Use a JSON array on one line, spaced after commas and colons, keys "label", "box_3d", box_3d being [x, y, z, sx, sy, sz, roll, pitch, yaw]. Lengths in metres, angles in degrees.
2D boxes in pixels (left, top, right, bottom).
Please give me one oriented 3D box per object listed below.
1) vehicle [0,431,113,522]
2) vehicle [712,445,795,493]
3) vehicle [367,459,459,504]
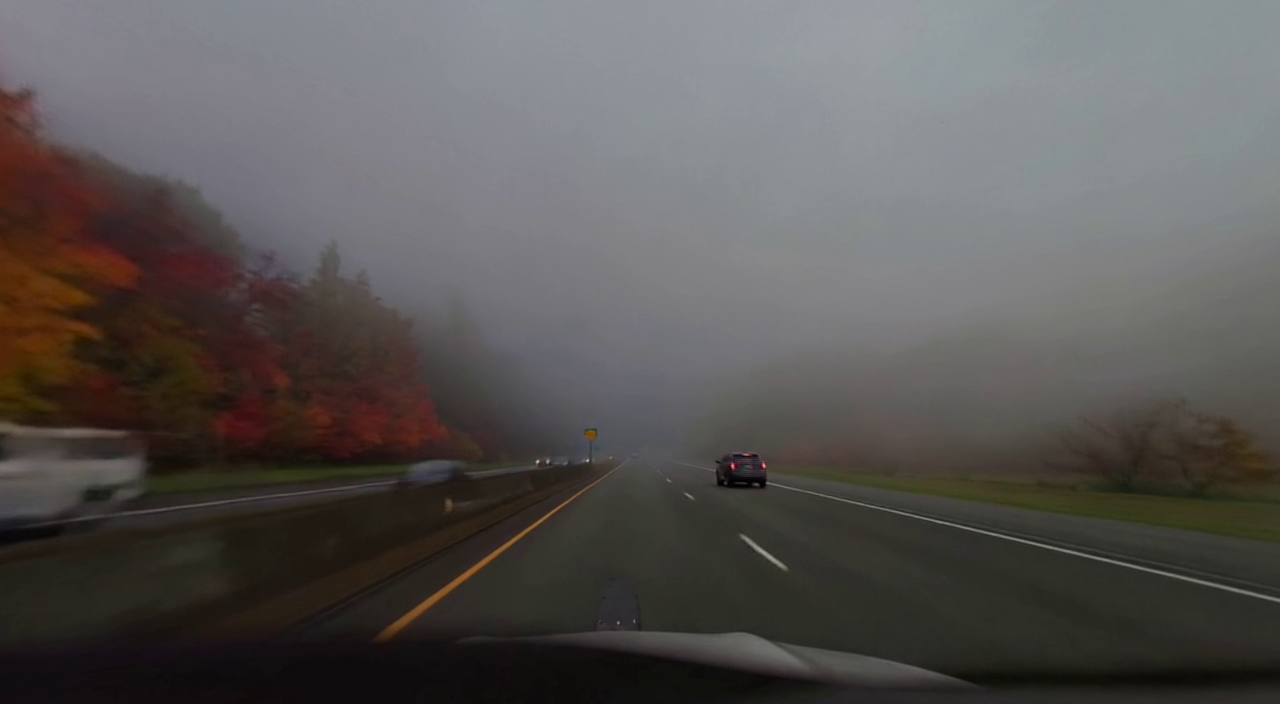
[{"label": "vehicle", "box_3d": [-12.981, 2.373, 11.921, 1.988, 1.689, 4.482, 0, -9, 0]}, {"label": "vehicle", "box_3d": [4.028, 4.238, 23.050, 2.070, 1.546, 4.648, 0, -9, -1]}, {"label": "vehicle", "box_3d": [-8.629, 4.935, 24.283, 1.911, 1.493, 4.427, 0, -9, 0]}]
